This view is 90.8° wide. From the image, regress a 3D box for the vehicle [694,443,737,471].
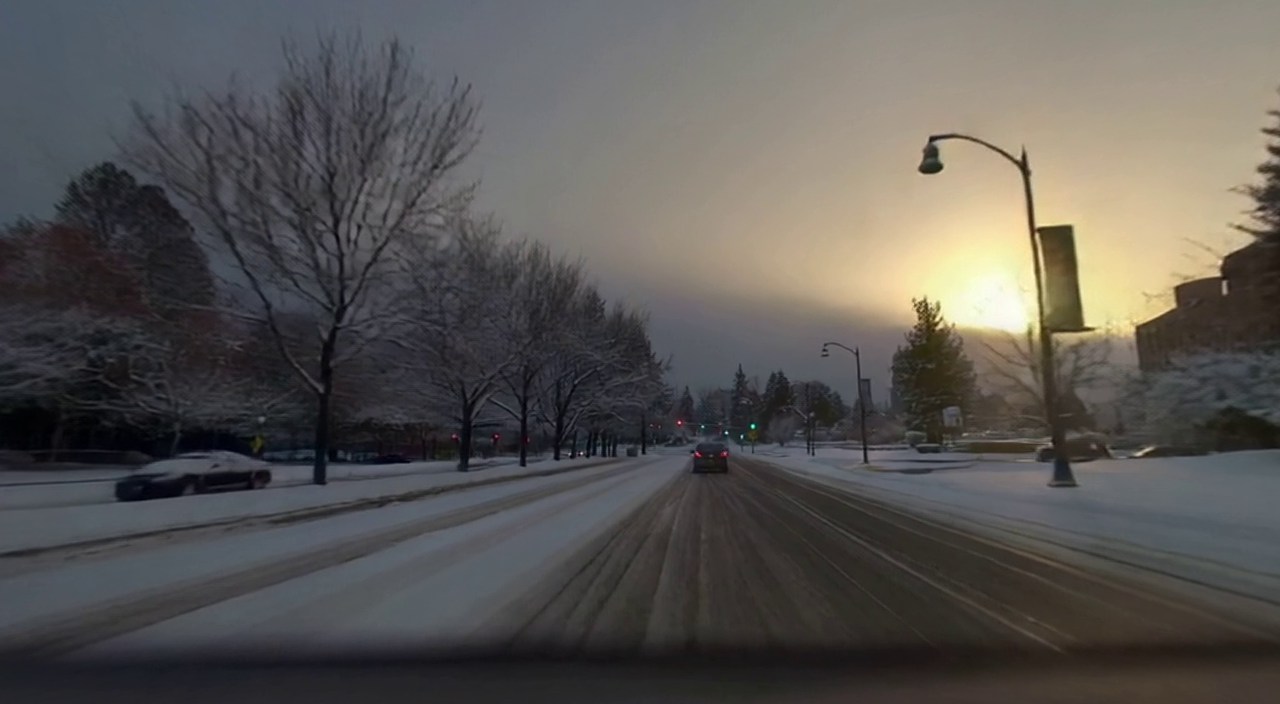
[{"bbox_3d":[4.231,5.956,36.081,2.133,1.481,4.276,-1,-9,4],"label":"vehicle"}]
